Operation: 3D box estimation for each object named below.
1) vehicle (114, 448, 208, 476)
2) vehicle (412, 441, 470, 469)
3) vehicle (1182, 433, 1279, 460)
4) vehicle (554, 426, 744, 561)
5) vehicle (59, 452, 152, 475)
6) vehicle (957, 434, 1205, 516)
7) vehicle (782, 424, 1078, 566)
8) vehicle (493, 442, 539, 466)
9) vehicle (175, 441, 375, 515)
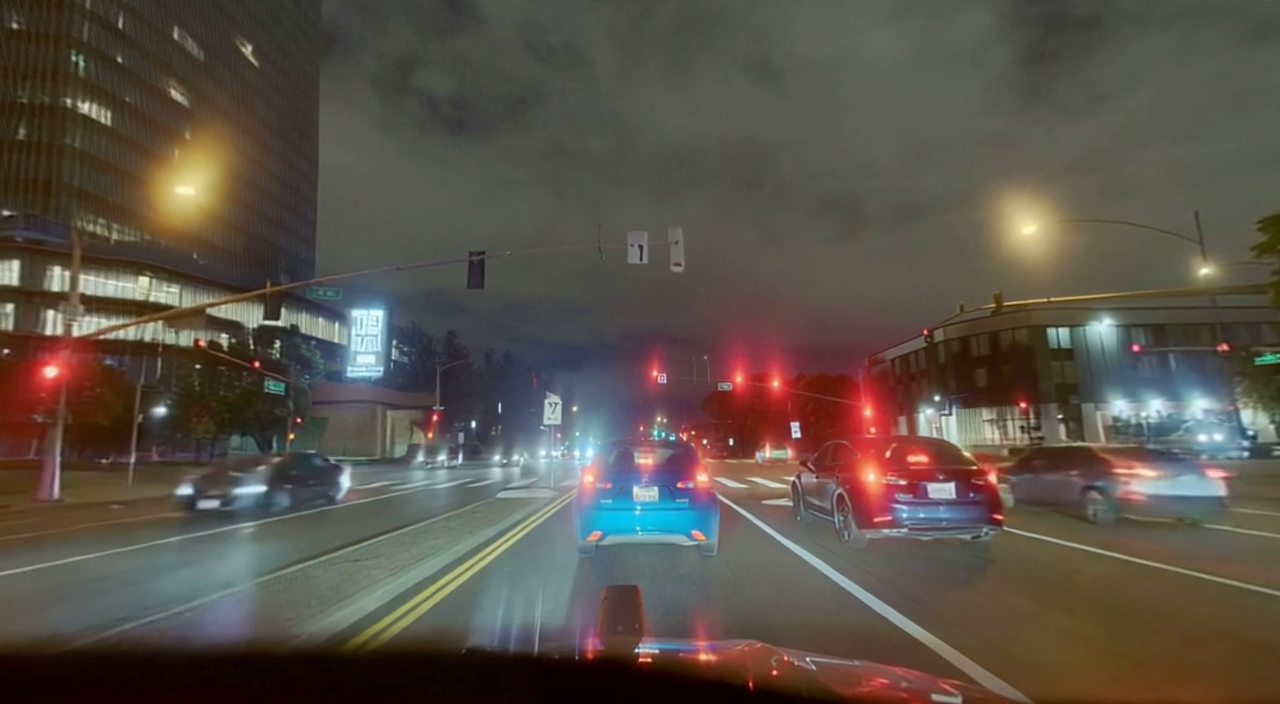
[{"bbox_3d":[-26.705,6.138,35.311,3.657,1.528,1.783,1,-9,-4],"label":"vehicle"},{"bbox_3d":[-12.594,6.555,40.324,2.166,1.659,4.654,0,-9,1],"label":"vehicle"},{"bbox_3d":[35.175,5.596,37.472,4.190,1.535,1.998,0,-9,-1],"label":"vehicle"},{"bbox_3d":[0.074,1.870,9.026,2.087,1.468,4.014,0,-9,-1],"label":"vehicle"},{"bbox_3d":[-36.390,7.592,43.138,4.423,1.470,1.877,1,-9,-7],"label":"vehicle"},{"bbox_3d":[9.214,2.585,13.816,2.086,1.483,4.408,0,-9,-3],"label":"vehicle"},{"bbox_3d":[3.595,1.869,9.028,2.018,1.491,4.544,0,-9,-1],"label":"vehicle"},{"bbox_3d":[-8.277,6.825,42.448,2.090,1.475,4.616,0,-9,1],"label":"vehicle"},{"bbox_3d":[-8.470,2.942,15.307,2.004,1.476,4.671,0,-9,1],"label":"vehicle"}]
